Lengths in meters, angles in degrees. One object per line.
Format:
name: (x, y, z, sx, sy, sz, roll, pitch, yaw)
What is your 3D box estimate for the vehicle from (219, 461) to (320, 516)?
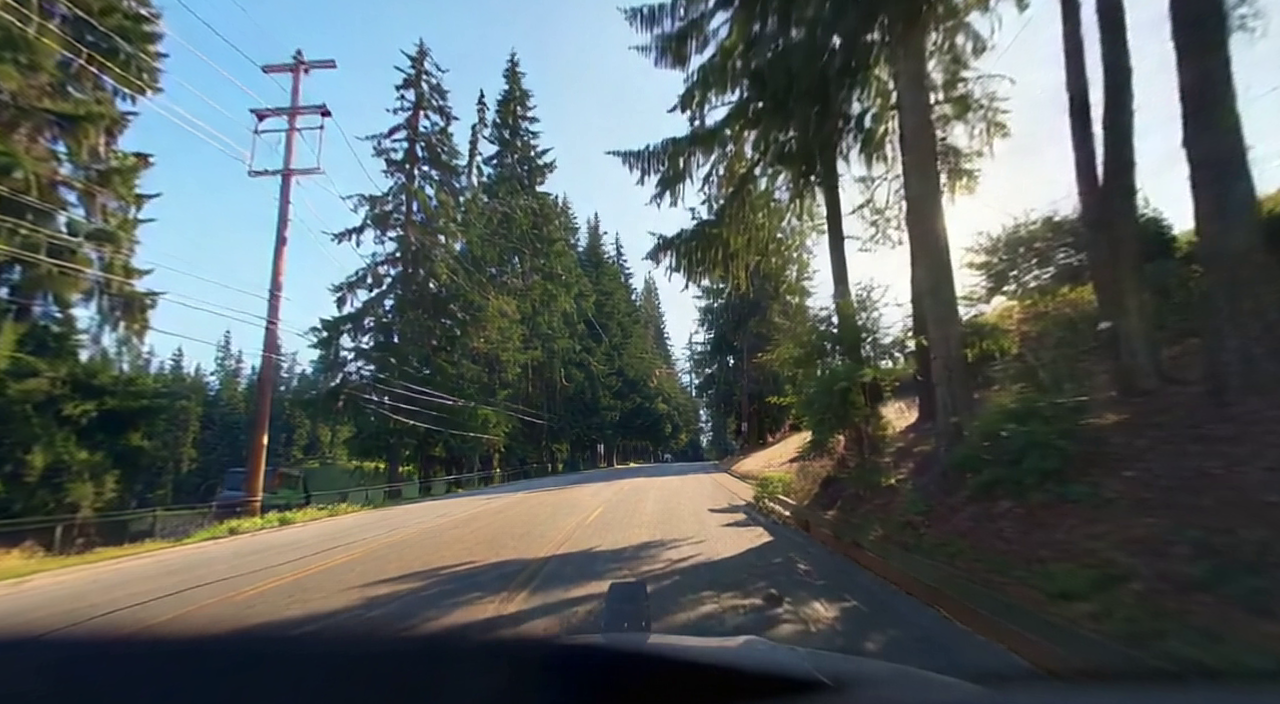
vehicle: (-13.423, 4.918, 23.147, 2.058, 1.654, 4.273, 2, -9, -15)
